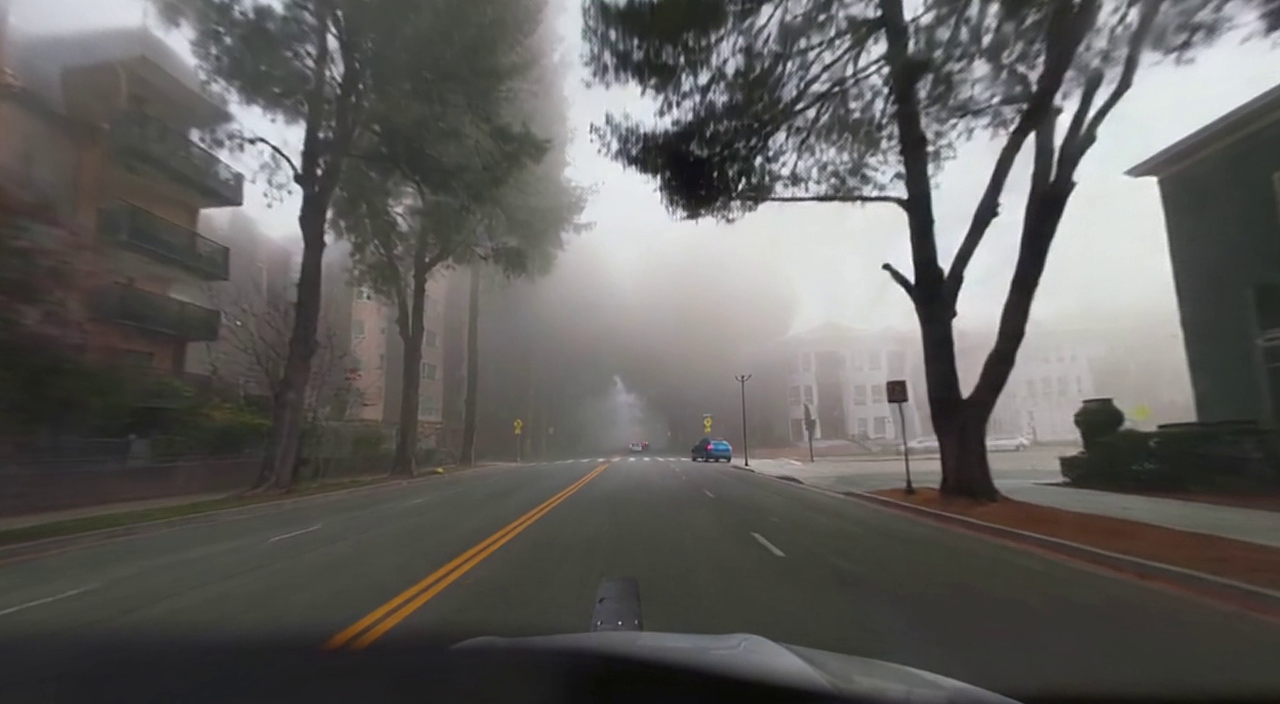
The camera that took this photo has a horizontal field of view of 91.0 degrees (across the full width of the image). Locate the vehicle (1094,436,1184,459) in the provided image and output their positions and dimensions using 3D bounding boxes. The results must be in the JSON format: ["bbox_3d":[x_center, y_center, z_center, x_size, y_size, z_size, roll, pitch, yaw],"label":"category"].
[{"bbox_3d":[33.310,6.389,42.063,4.305,1.464,1.875,-1,-9,1],"label":"vehicle"}]

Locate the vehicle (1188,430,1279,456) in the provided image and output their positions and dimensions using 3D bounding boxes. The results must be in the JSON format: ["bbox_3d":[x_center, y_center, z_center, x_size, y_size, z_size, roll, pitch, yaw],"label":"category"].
[{"bbox_3d":[39.475,6.067,41.857,4.244,1.673,1.871,-1,-9,-1],"label":"vehicle"}]
